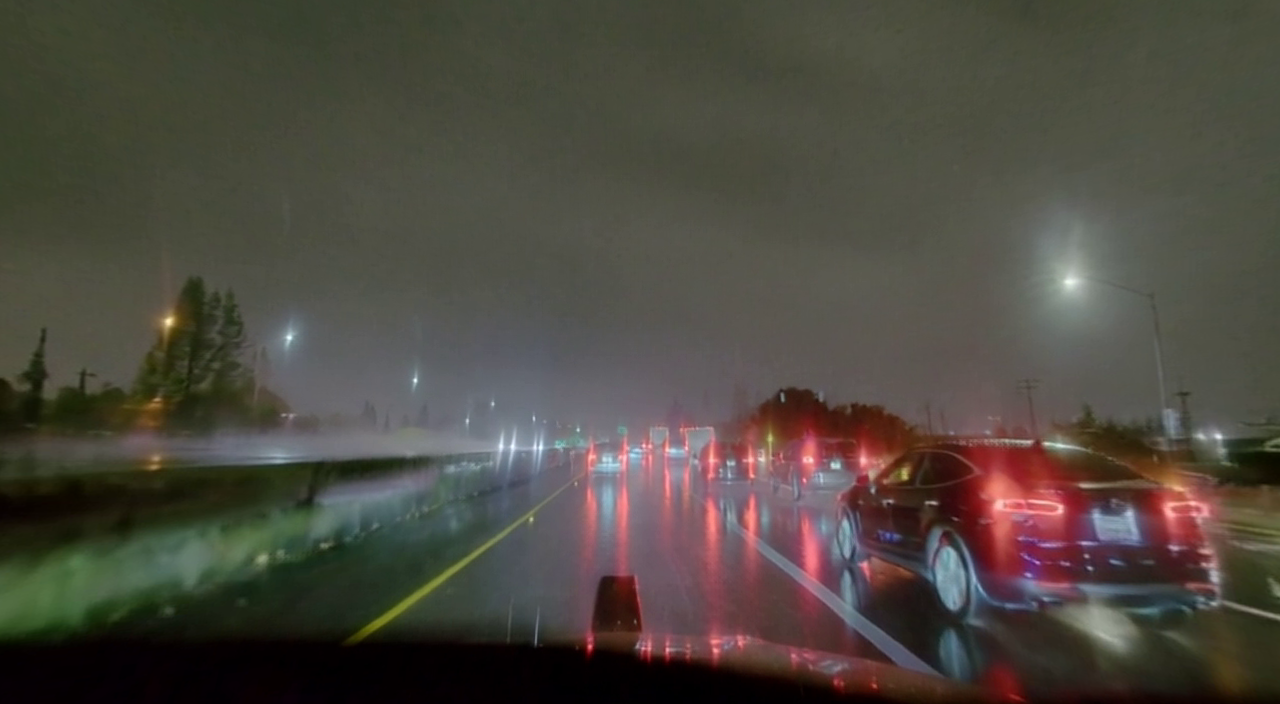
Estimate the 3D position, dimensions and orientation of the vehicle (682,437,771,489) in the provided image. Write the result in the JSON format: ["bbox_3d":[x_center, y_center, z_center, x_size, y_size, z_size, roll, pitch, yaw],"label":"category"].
[{"bbox_3d":[2.622,3.484,20.247,2.042,1.460,4.451,0,-8,-2],"label":"vehicle"}]

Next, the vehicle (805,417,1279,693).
[{"bbox_3d":[3.081,1.401,5.593,1.996,1.455,4.281,0,-8,-1],"label":"vehicle"}]

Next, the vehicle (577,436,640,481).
[{"bbox_3d":[-1.080,3.808,22.834,2.069,1.470,4.004,0,-8,-1],"label":"vehicle"}]
